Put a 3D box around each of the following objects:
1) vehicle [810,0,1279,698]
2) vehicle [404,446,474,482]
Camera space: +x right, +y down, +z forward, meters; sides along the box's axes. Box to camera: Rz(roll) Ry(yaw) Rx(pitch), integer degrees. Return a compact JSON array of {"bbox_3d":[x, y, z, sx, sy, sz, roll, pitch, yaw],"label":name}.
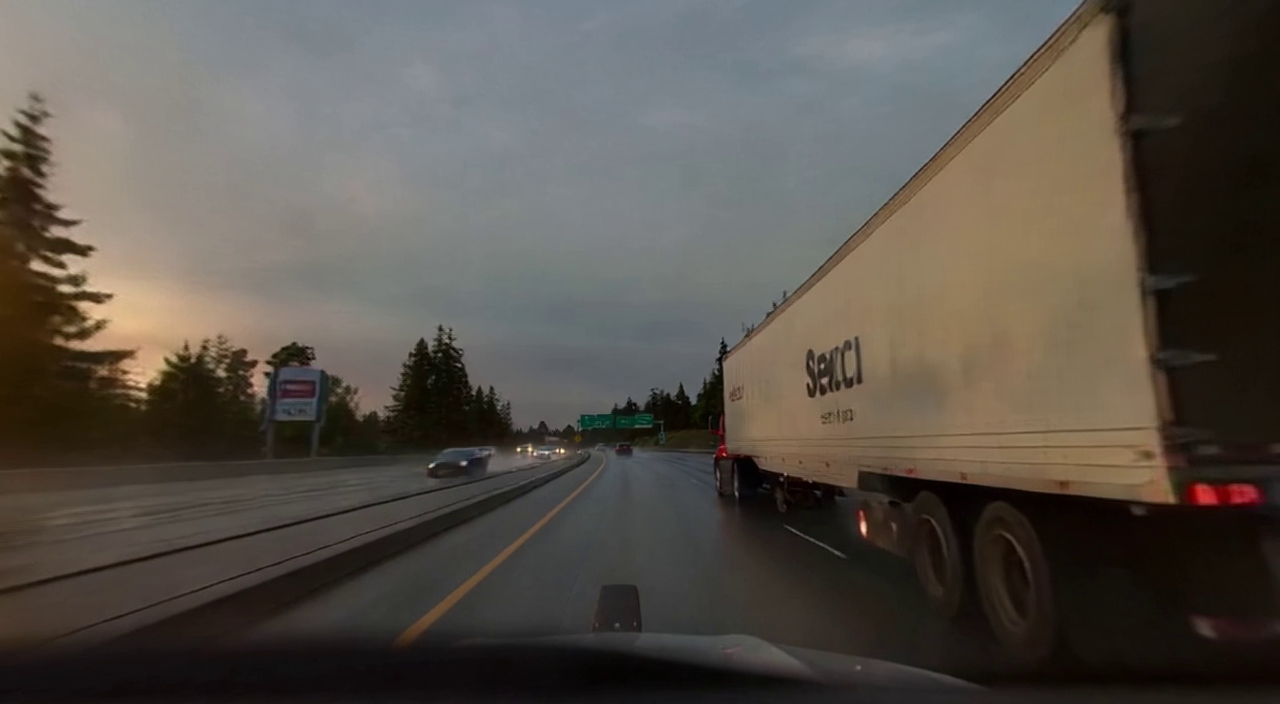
[{"bbox_3d":[4.432,0.150,6.502,2.892,3.928,8.380,-1,-8,0],"label":"vehicle"},{"bbox_3d":[-9.270,5.172,29.313,1.897,1.504,4.520,0,-8,-1],"label":"vehicle"}]
